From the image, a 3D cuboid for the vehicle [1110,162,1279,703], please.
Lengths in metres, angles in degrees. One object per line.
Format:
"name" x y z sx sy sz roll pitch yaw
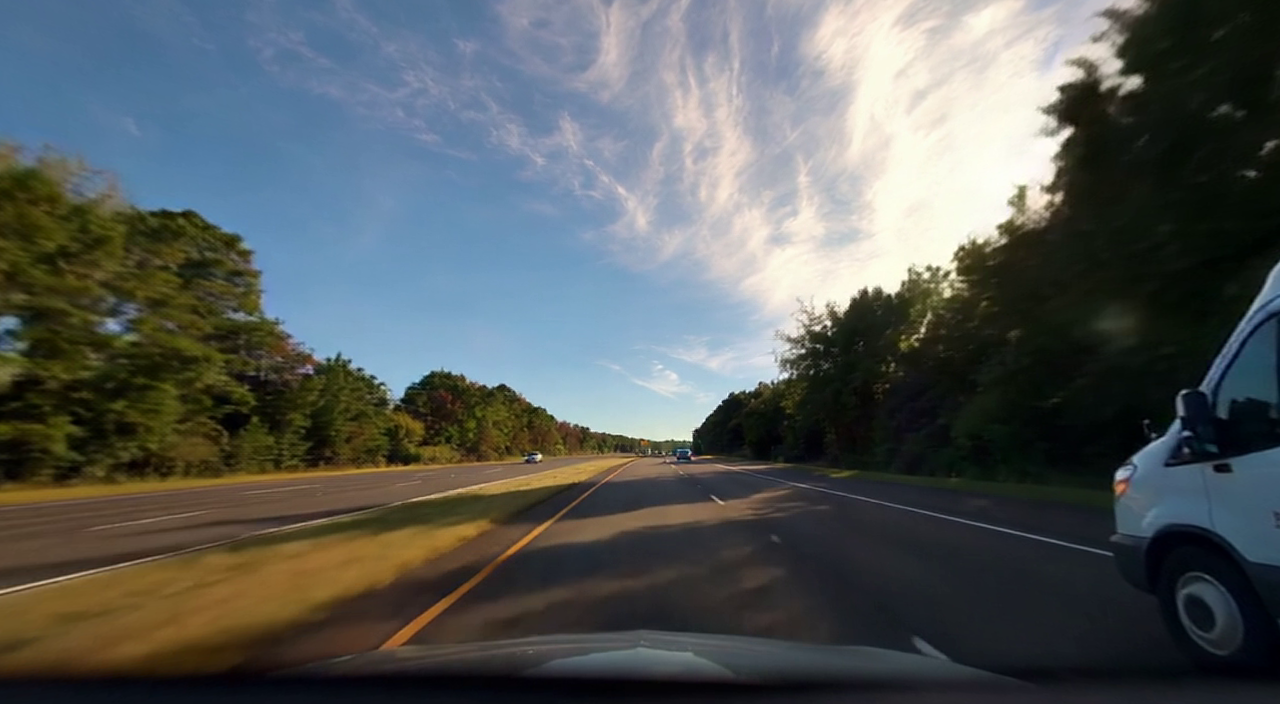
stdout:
"vehicle" 4.097 0.104 0.530 2.522 2.556 6.180 0 -9 0
